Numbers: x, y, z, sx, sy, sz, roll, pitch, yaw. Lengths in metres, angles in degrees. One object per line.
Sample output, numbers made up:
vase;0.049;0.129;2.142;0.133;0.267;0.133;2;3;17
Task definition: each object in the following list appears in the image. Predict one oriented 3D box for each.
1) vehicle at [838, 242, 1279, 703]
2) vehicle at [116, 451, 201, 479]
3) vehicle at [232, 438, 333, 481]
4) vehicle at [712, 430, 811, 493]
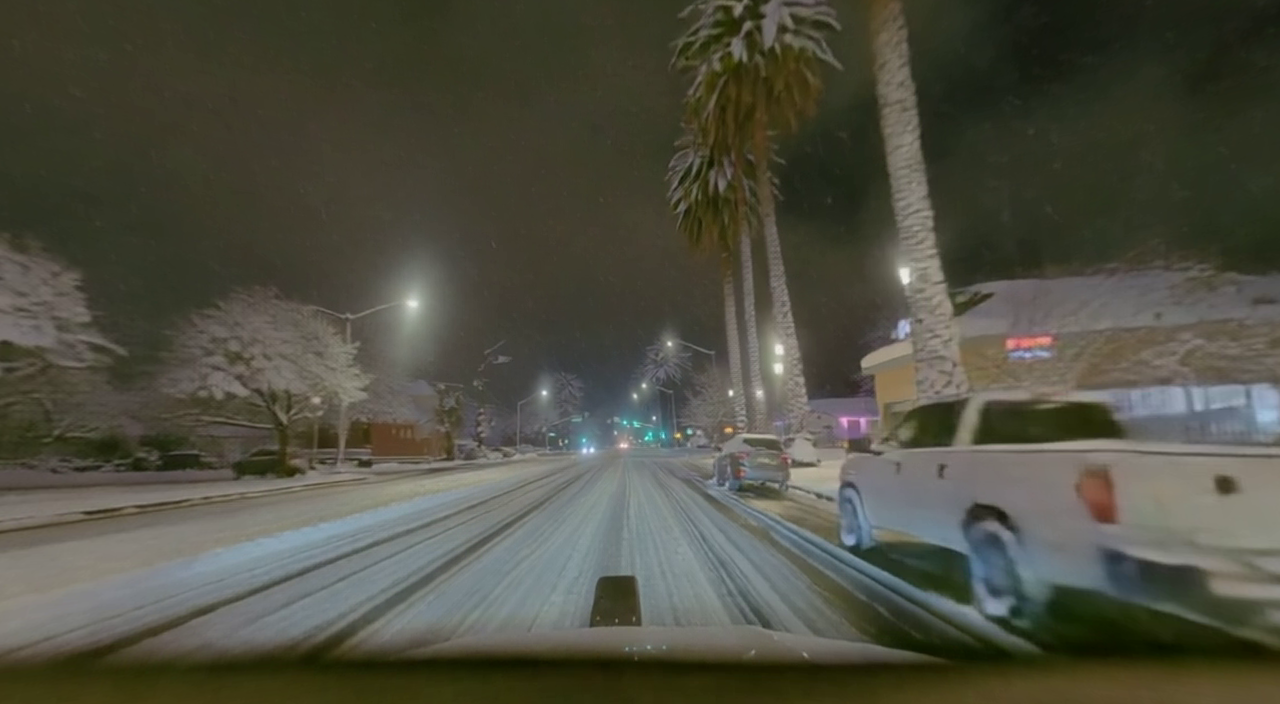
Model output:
vehicle;3.709;1.057;5.275;2.198;2.123;6.218;0;-9;1
vehicle;-37.778;8.855;49.641;4.828;1.948;2.094;-1;-9;-3
vehicle;-19.448;5.778;34.230;6.167;2.125;2.526;-7;-10;38
vehicle;3.662;3.380;19.904;2.138;1.743;4.363;0;-8;-1
